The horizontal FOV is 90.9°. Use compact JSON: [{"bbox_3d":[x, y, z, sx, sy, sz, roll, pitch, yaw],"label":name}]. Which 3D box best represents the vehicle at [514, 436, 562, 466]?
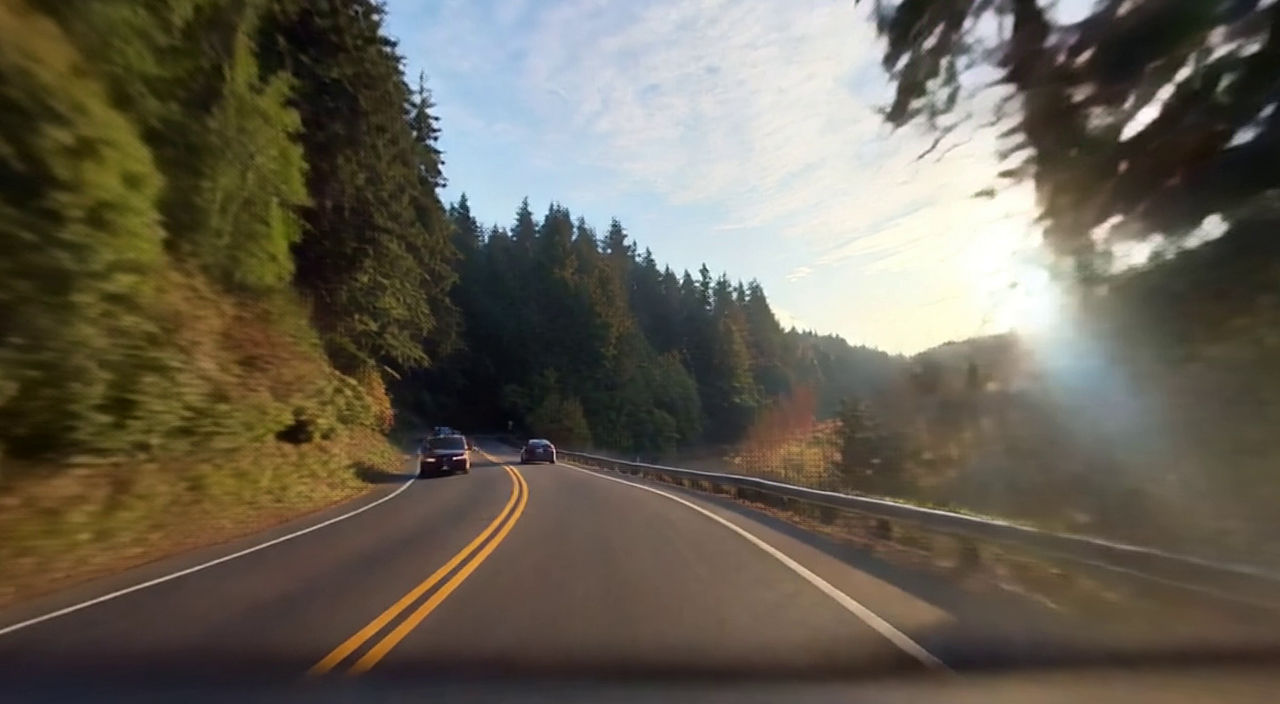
[{"bbox_3d":[-5.672,5.407,34.617,2.120,1.491,4.349,3,-8,-14],"label":"vehicle"}]

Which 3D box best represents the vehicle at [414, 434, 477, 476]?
[{"bbox_3d":[-8.155,4.350,26.862,2.167,1.602,4.548,2,-8,-13],"label":"vehicle"}]
